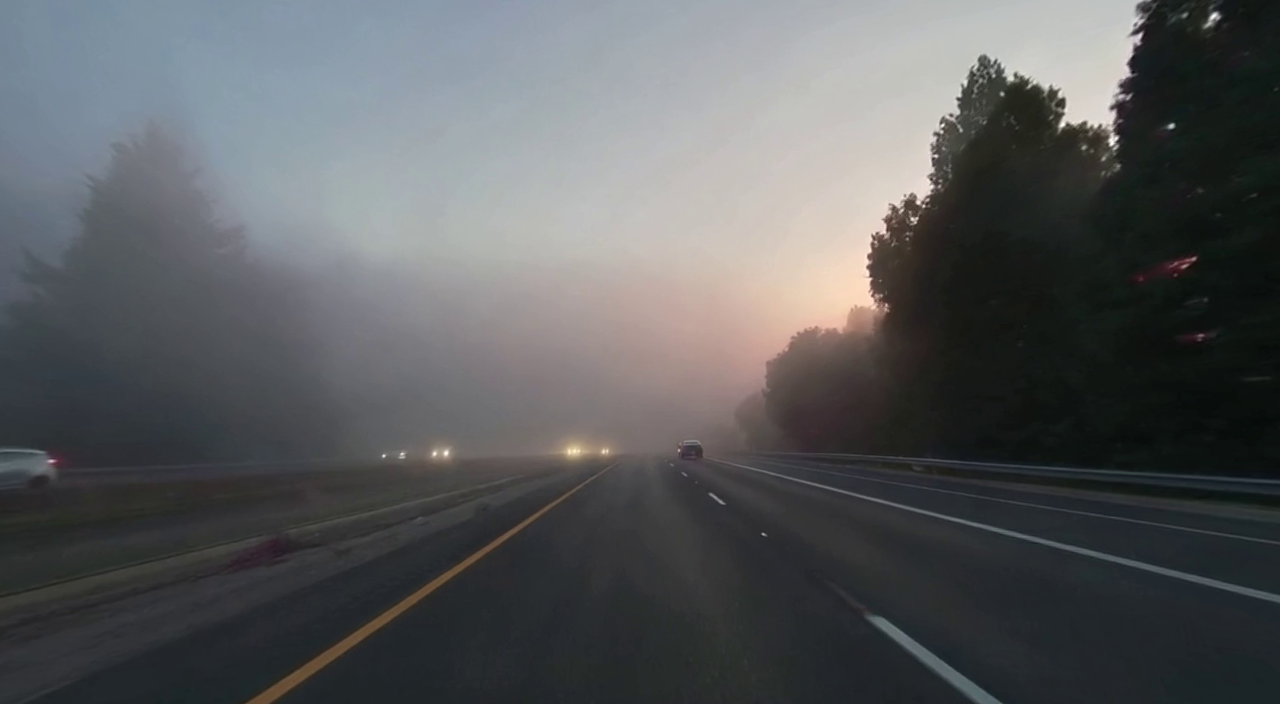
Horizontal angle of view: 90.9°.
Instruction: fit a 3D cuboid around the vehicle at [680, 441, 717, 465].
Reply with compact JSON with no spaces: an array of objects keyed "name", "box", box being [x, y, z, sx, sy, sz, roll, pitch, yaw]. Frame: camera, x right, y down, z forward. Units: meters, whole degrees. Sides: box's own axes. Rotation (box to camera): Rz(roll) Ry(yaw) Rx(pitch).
[{"name":"vehicle","box":[3.894,6.829,42.903,2.062,1.518,4.026,0,-8,-1]}]
